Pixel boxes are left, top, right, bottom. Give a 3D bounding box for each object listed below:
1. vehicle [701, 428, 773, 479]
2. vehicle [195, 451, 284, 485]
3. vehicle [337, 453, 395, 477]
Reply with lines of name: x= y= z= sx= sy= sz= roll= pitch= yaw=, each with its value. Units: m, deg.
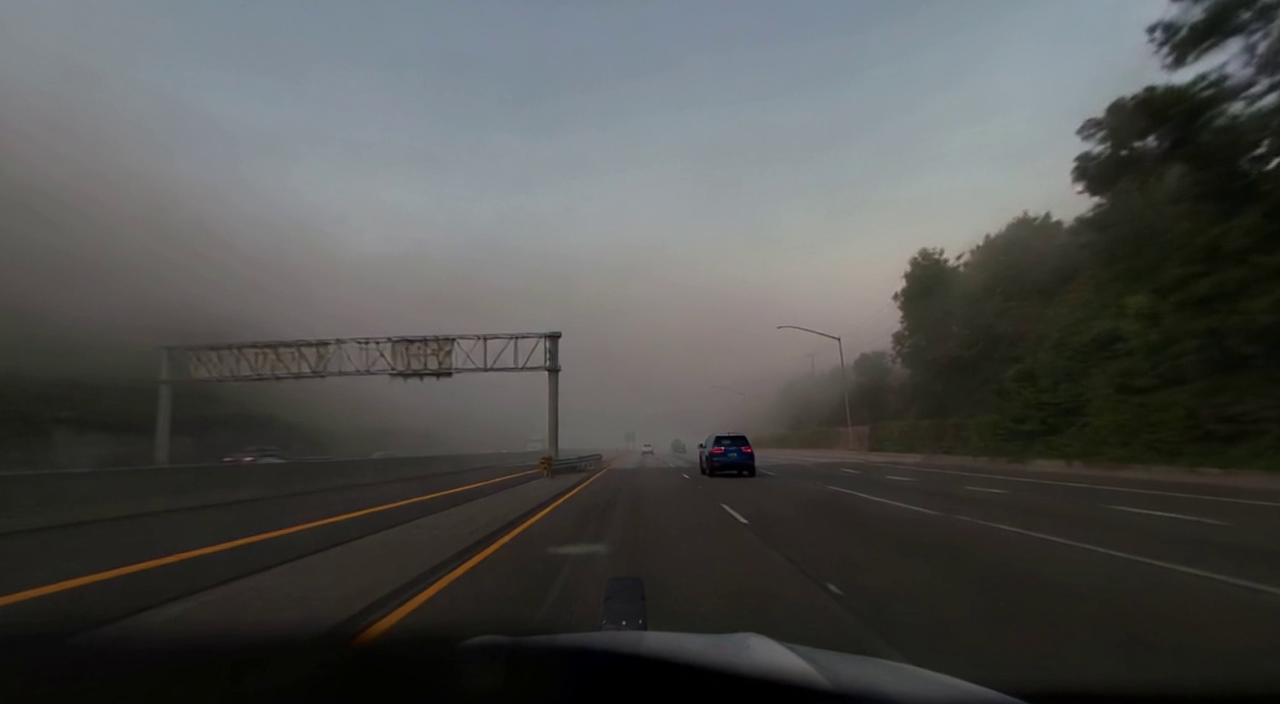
vehicle: x=3.715 y=3.986 z=25.073 sx=2.120 sy=1.832 sz=4.287 roll=0 pitch=-8 yaw=-1
vehicle: x=-22.864 y=6.612 z=36.255 sx=1.948 sy=1.729 sz=4.767 roll=0 pitch=-8 yaw=1
vehicle: x=-18.888 y=7.790 z=43.746 sx=1.957 sy=1.474 sz=4.535 roll=0 pitch=-8 yaw=1
